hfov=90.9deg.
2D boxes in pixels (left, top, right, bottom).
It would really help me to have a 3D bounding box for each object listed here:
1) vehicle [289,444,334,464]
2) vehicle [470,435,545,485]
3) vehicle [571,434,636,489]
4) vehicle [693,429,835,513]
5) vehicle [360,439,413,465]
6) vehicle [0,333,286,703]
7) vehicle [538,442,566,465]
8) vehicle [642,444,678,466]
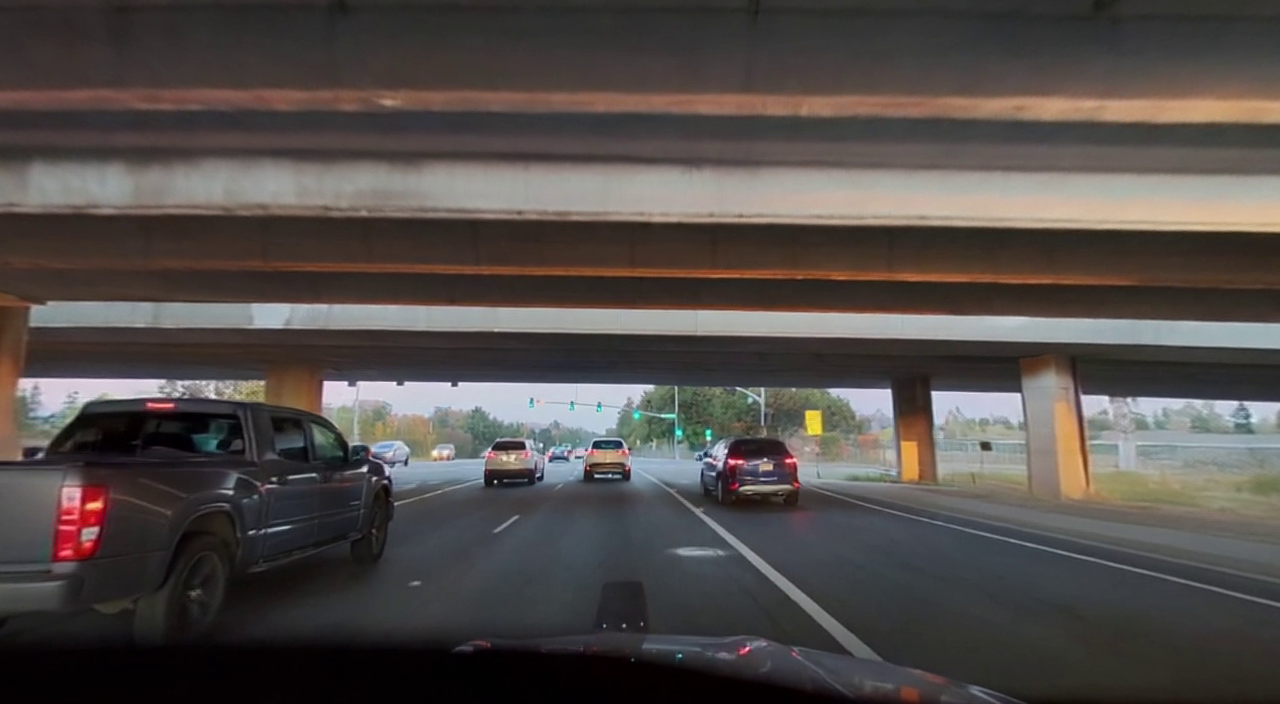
[{"bbox_3d":[-25.650,7.977,49.373,1.691,1.458,3.783,0,-8,-4],"label":"vehicle"},{"bbox_3d":[-4.919,4.084,24.081,2.127,1.720,4.064,0,-8,-2],"label":"vehicle"},{"bbox_3d":[-1.243,3.803,22.289,2.097,1.748,3.794,0,-8,-2],"label":"vehicle"},{"bbox_3d":[2.839,2.888,15.961,2.234,1.720,5.378,0,-8,-3],"label":"vehicle"},{"bbox_3d":[-17.982,7.100,45.012,2.013,1.744,5.015,0,-8,-4],"label":"vehicle"},{"bbox_3d":[-4.030,0.831,2.949,2.074,1.814,4.596,0,-8,-1],"label":"vehicle"},{"bbox_3d":[-6.671,7.736,48.214,1.829,1.614,3.611,0,-8,-4],"label":"vehicle"},{"bbox_3d":[1.367,7.222,44.330,2.026,1.457,3.969,1,-8,-6],"label":"vehicle"}]
